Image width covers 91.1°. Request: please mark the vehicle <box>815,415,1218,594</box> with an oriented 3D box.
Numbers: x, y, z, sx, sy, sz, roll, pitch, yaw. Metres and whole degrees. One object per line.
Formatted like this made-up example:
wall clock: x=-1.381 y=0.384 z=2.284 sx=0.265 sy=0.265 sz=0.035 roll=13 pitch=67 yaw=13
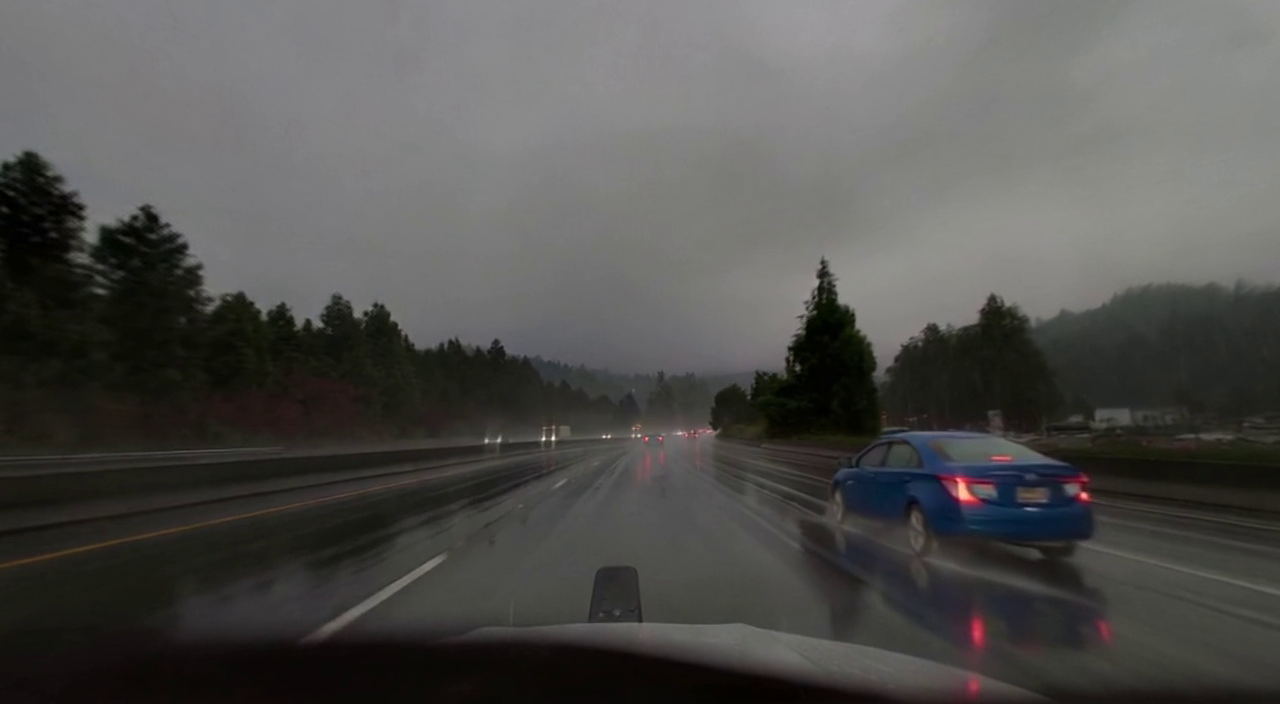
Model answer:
vehicle: x=3.719 y=1.548 z=7.388 sx=1.982 sy=1.452 sz=4.294 roll=0 pitch=-8 yaw=-2
